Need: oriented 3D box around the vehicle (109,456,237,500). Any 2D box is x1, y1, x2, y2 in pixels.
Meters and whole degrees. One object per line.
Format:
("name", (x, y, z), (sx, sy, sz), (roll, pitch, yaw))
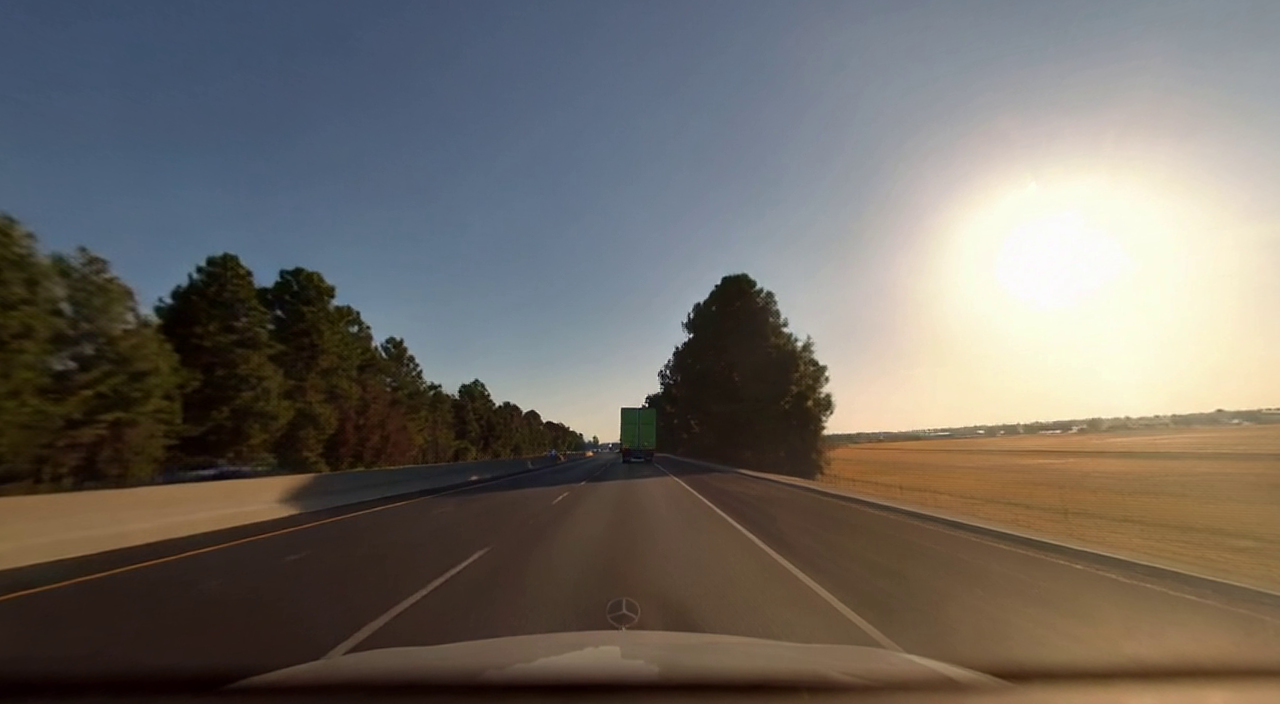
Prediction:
("vehicle", (-17.095, 4.595, 23.368), (1.716, 1.459, 3.920), (0, -9, 0))
